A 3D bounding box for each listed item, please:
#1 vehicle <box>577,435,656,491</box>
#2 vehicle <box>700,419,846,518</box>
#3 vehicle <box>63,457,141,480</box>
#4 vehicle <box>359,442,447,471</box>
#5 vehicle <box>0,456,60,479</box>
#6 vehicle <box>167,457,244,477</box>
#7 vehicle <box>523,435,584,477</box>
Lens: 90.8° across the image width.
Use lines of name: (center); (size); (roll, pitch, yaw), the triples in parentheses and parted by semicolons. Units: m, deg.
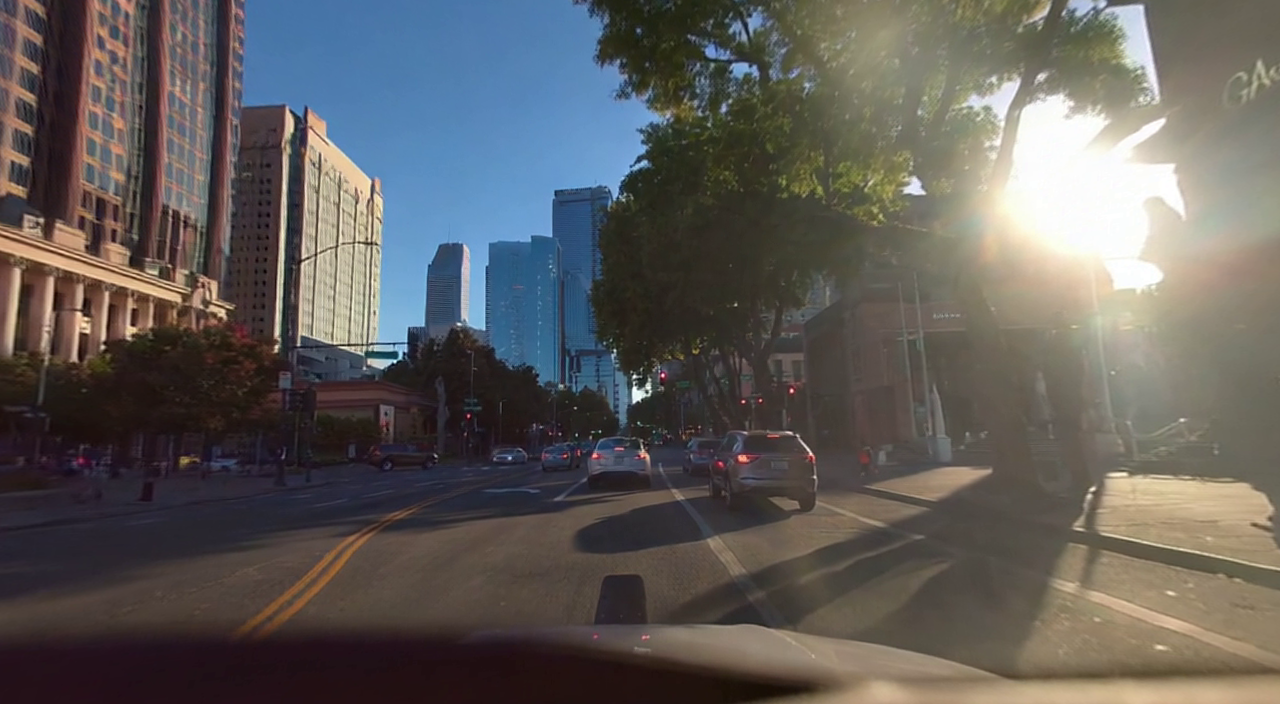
vehicle: (-0.615, 3.273, 18.966); (2.096, 1.492, 4.071); (0, -8, 0)
vehicle: (2.609, 2.432, 13.673); (2.096, 1.775, 4.440); (0, -9, -1)
vehicle: (-40.230, 8.737, 47.293); (4.224, 1.622, 1.808); (0, -9, 2)
vehicle: (-15.305, 6.752, 41.007); (4.855, 1.769, 2.071); (0, -9, -4)
vehicle: (-45.770, 8.584, 46.958); (3.671, 1.498, 1.670); (2, -10, 4)
vehicle: (-32.396, 8.571, 47.174); (4.392, 1.427, 1.764); (0, -9, 0)
vehicle: (-3.600, 4.417, 27.143); (2.045, 1.633, 4.864); (0, -8, -2)
